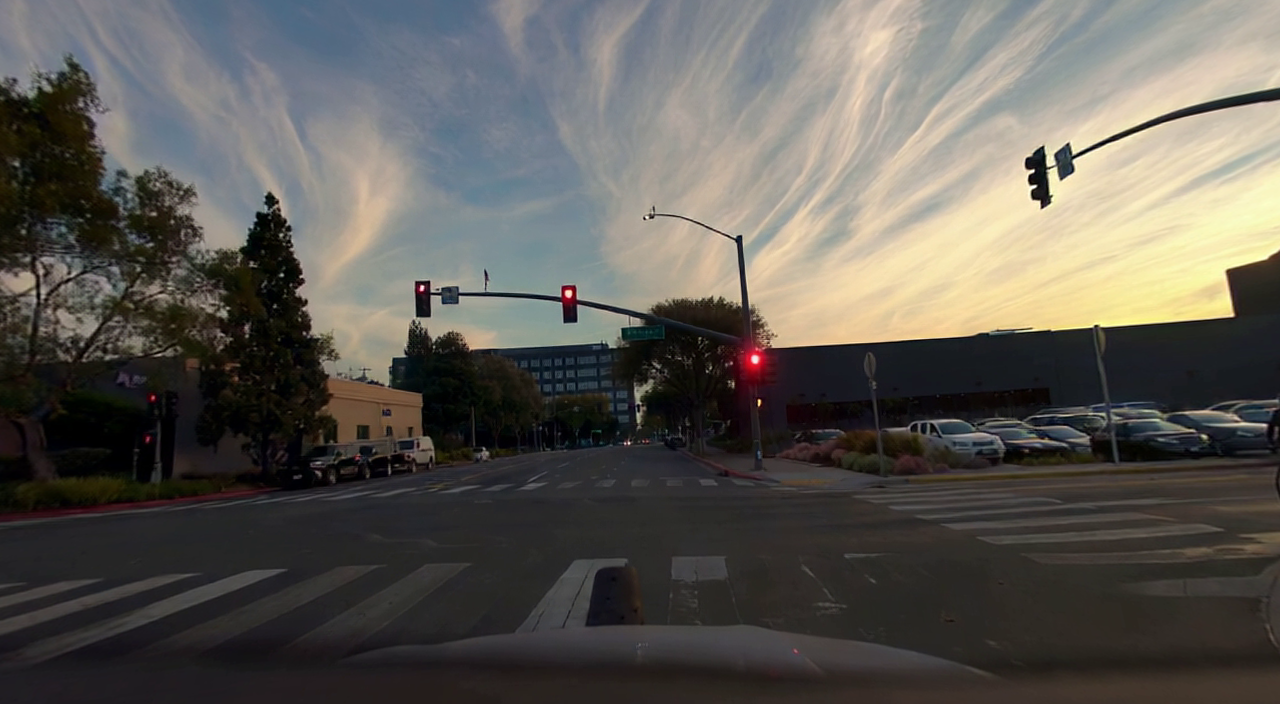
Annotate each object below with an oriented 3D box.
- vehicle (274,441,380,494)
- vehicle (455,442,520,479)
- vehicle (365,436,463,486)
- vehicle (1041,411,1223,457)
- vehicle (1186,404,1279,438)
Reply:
[{"bbox_3d":[-13.736,5.065,28.144,2.251,1.957,4.968,-4,-9,-1],"label":"vehicle"},{"bbox_3d":[-6.991,4.997,29.319,2.024,1.470,4.153,-3,-9,-1],"label":"vehicle"},{"bbox_3d":[-10.179,4.958,29.054,2.475,1.940,5.702,-3,-9,0],"label":"vehicle"},{"bbox_3d":[16.964,2.905,22.095,4.560,1.453,1.851,-3,-9,18],"label":"vehicle"},{"bbox_3d":[34.898,4.028,36.658,4.326,1.511,1.725,-8,-9,17],"label":"vehicle"}]
